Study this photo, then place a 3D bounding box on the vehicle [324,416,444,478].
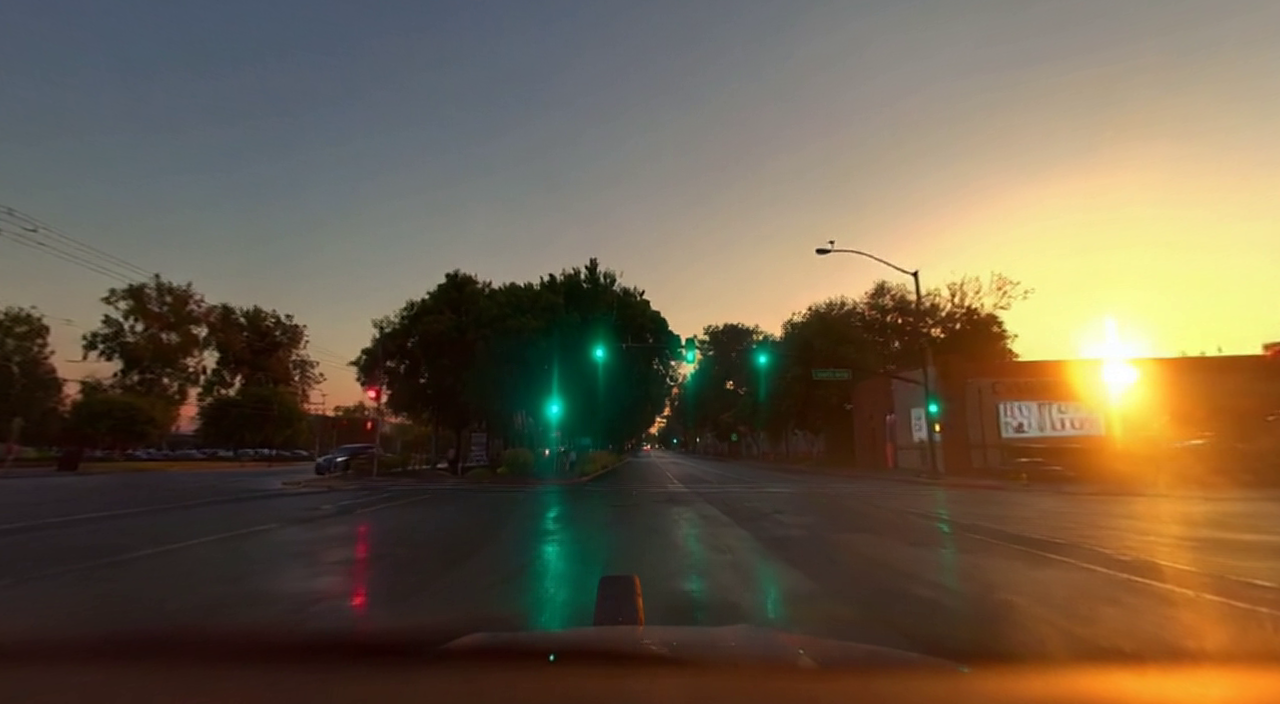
[{"bbox_3d":[-17.829,6.886,45.692,2.953,3.772,14.243,0,-9,-1],"label":"vehicle"}]
